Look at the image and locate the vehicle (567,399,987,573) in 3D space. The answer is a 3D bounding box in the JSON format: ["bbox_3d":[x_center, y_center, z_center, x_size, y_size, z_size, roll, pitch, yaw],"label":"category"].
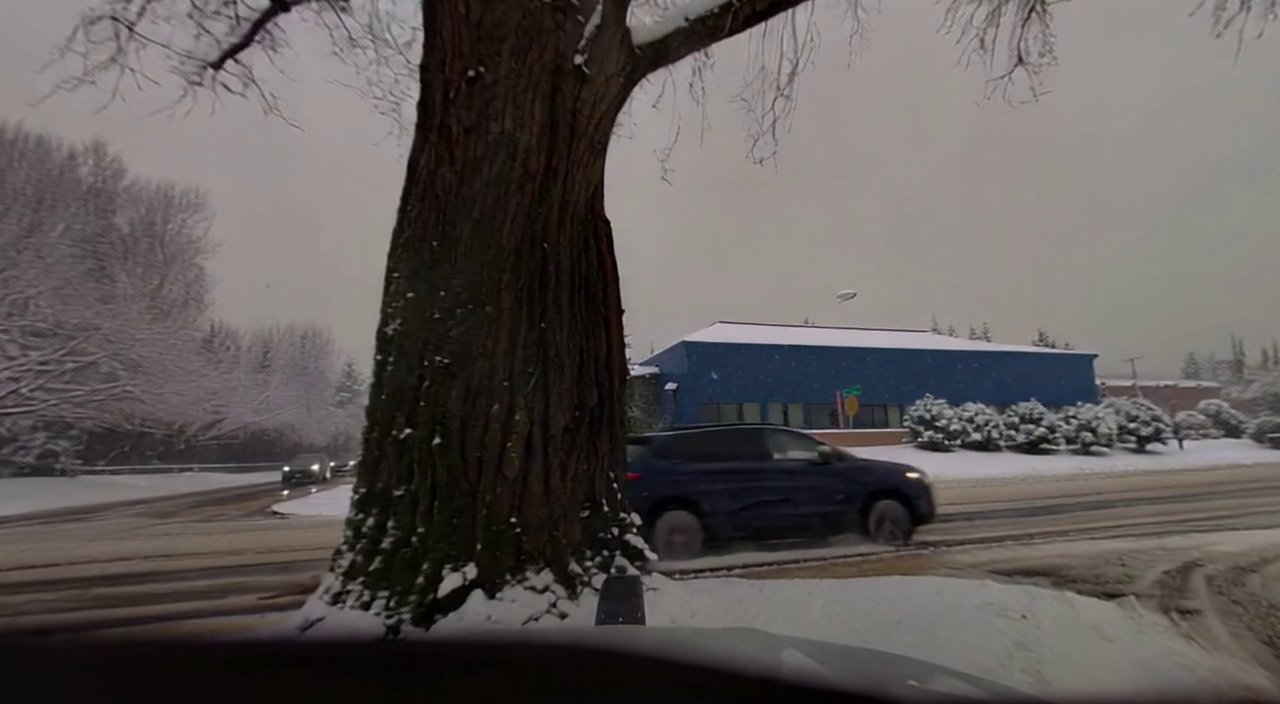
[{"bbox_3d":[1.562,1.563,7.989,4.557,1.677,2.337,2,-9,-17],"label":"vehicle"}]
